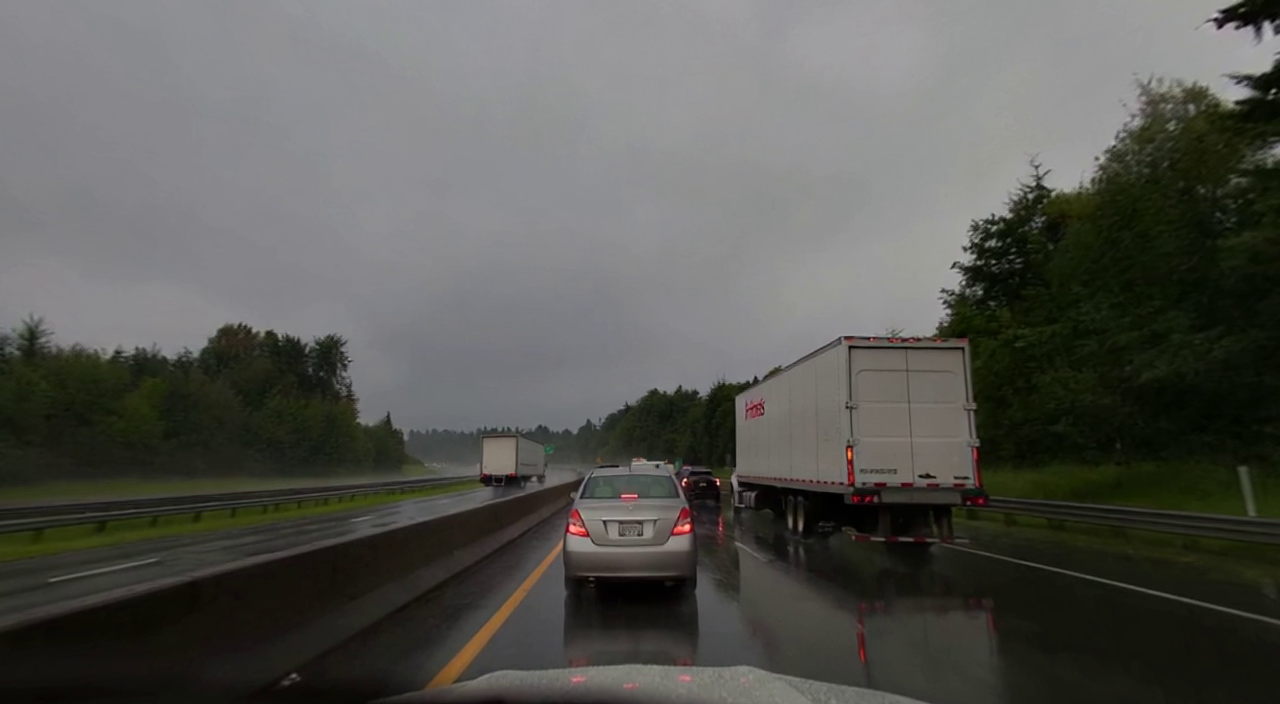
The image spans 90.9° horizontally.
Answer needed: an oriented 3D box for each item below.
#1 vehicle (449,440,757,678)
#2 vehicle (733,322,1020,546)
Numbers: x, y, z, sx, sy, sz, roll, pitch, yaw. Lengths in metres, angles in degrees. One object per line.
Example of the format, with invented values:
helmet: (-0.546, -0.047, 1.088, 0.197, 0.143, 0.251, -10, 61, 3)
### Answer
vehicle: (-0.247, 1.665, 5.861, 1.980, 1.493, 3.410, 1, -11, 0)
vehicle: (5.005, 2.437, 16.818, 2.936, 3.972, 11.144, 1, -11, -2)
